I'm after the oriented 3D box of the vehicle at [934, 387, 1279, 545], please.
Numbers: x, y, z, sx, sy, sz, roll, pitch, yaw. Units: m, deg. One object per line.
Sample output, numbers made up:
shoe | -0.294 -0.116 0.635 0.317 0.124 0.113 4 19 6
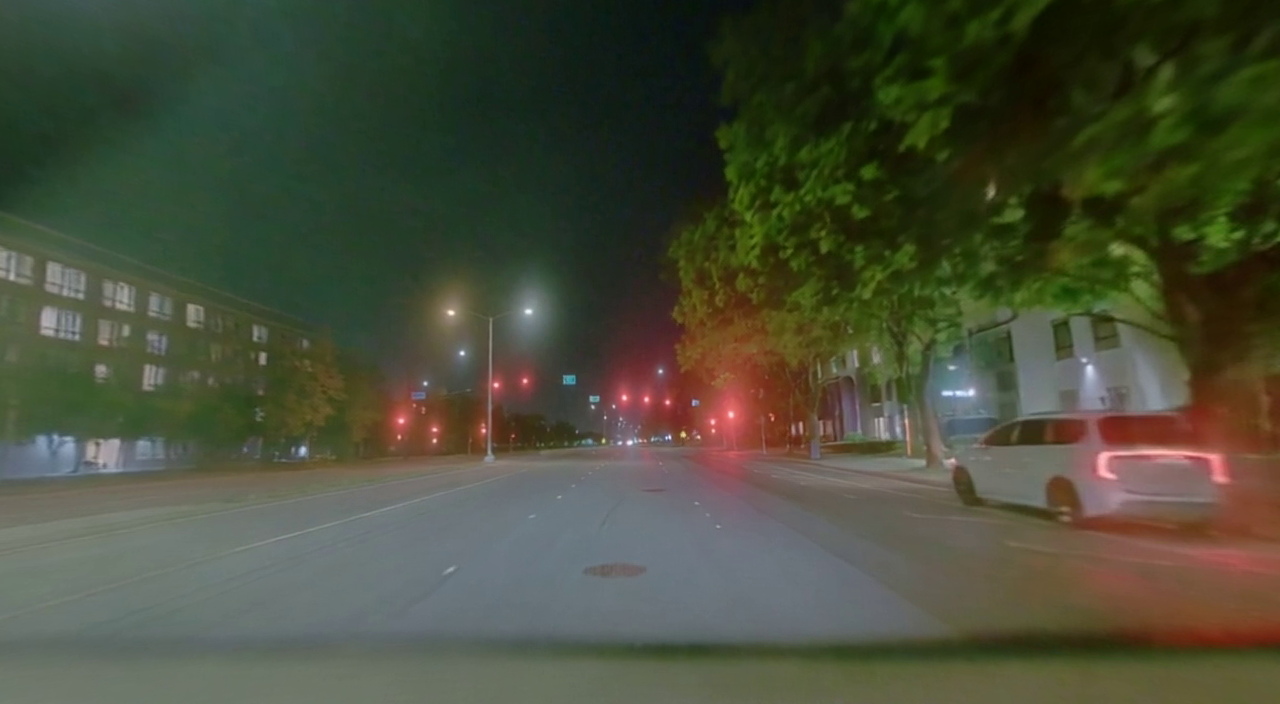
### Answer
vehicle | 7.422 1.781 10.499 2.234 1.880 5.812 0 -8 -1
